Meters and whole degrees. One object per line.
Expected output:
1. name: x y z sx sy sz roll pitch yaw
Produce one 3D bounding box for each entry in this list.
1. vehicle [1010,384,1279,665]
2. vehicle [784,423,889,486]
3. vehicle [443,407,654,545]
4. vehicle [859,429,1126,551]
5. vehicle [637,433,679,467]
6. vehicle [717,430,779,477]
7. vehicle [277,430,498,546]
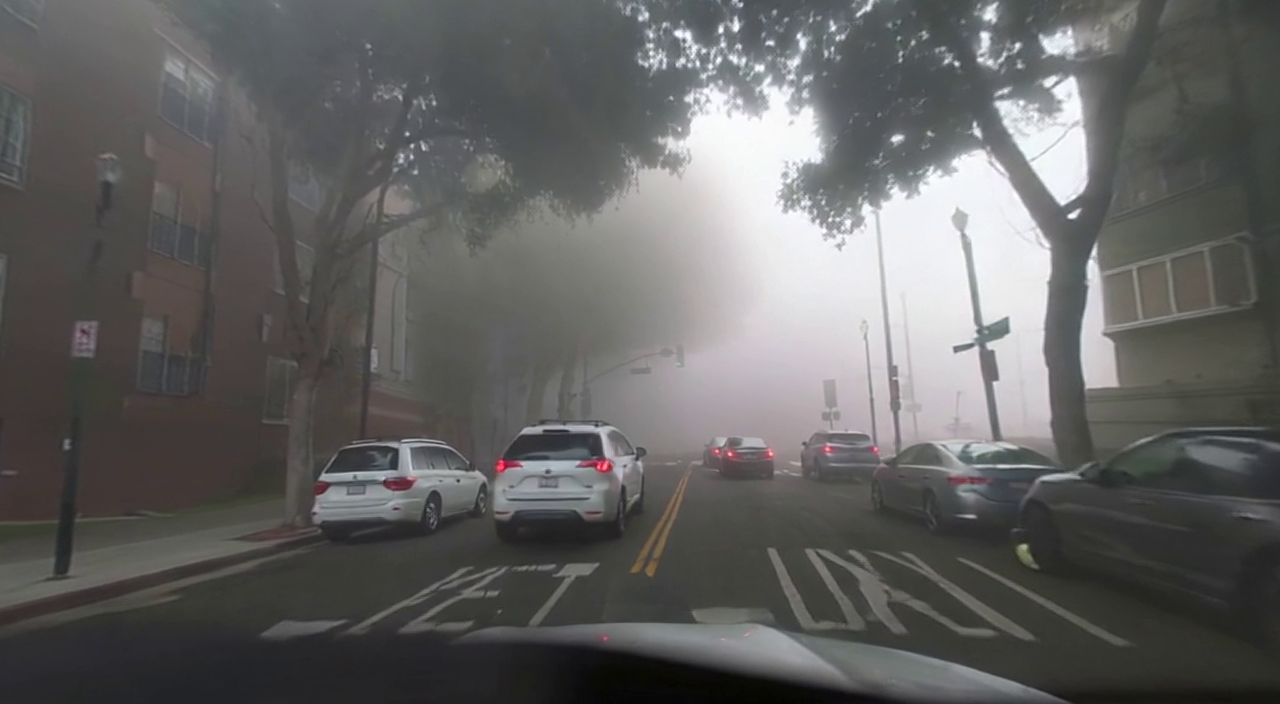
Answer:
1. vehicle: 4.666 1.087 4.285 1.883 1.601 4.305 -1 -8 4
2. vehicle: 6.309 3.373 21.051 2.093 1.815 5.441 -1 -8 4
3. vehicle: -1.209 2.061 11.214 2.333 1.832 5.200 -1 -9 7
4. vehicle: 4.971 1.977 9.794 1.937 1.442 4.338 -1 -9 5
5. vehicle: 1.043 5.308 34.443 1.979 1.723 3.849 -1 -8 6
6. vehicle: 4.088 3.855 24.163 2.111 1.619 4.077 -2 -9 9
7. vehicle: -4.491 2.461 12.184 2.013 1.772 4.439 -1 -9 7
